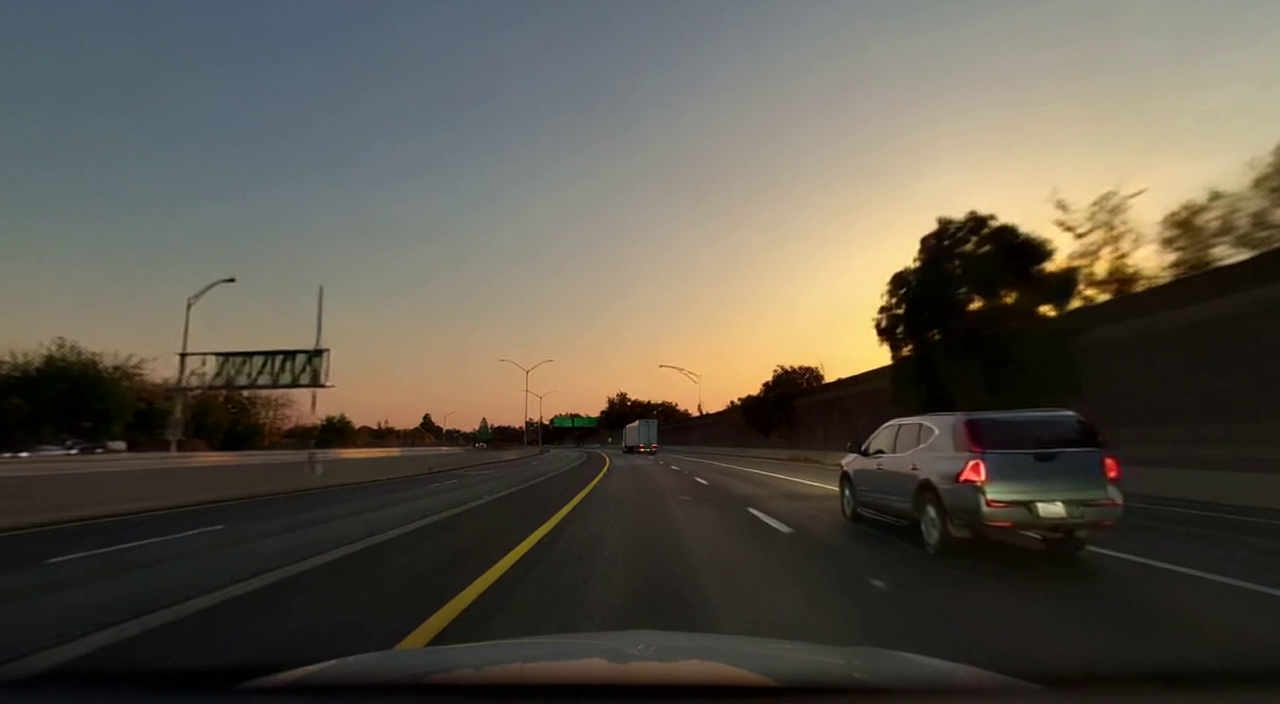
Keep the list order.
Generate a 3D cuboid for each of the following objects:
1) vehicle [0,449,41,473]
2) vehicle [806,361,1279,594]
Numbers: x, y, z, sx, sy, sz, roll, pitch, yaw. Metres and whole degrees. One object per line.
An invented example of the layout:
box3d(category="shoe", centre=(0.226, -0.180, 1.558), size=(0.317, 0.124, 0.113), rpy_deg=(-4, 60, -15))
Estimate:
box3d(category="vehicle", centre=(-47.737, 8.206, 47.688), size=(1.970, 1.511, 3.878), rpy_deg=(5, -8, -20))
box3d(category="vehicle", centre=(4.163, 1.454, 8.215), size=(2.383, 1.959, 5.669), rpy_deg=(0, -8, -1))
